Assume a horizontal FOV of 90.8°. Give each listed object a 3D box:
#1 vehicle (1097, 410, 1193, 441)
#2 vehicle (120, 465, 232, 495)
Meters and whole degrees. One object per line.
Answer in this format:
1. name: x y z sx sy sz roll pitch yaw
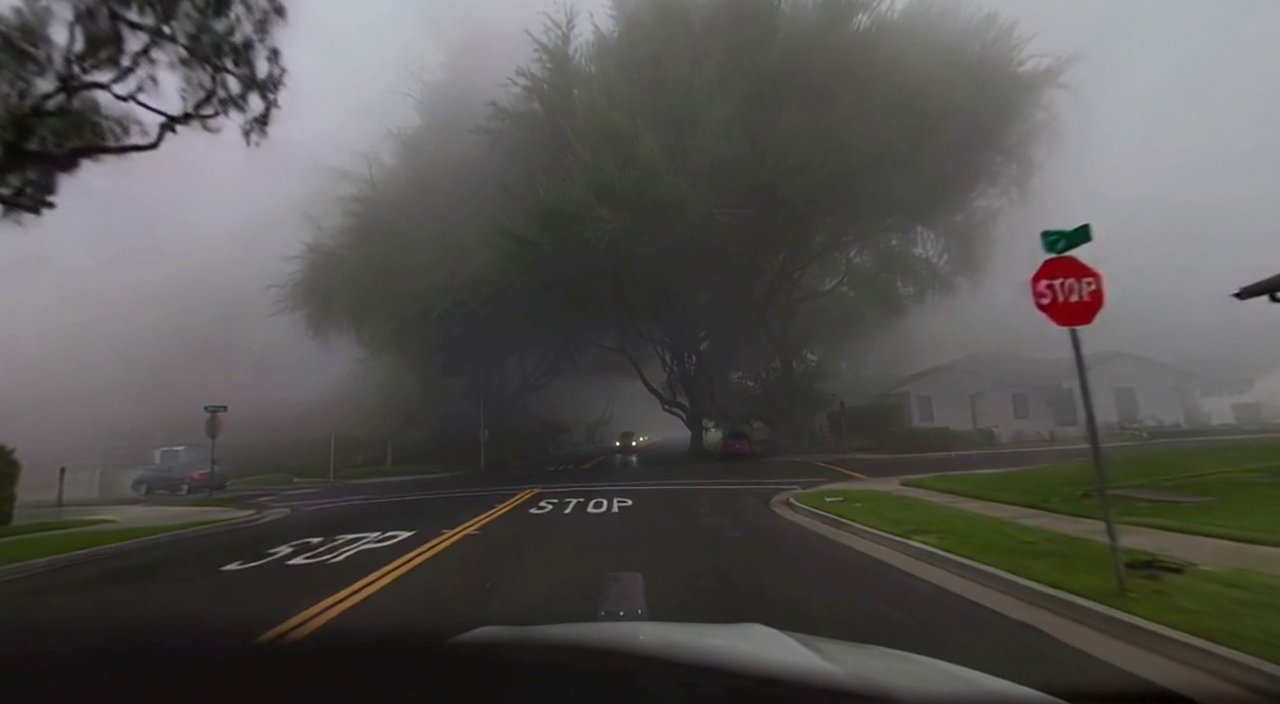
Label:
1. vehicle: 29.106 4.310 36.640 1.846 1.452 4.499 -1 -10 1
2. vehicle: -24.503 6.744 33.469 4.380 1.462 1.864 0 -9 -1
